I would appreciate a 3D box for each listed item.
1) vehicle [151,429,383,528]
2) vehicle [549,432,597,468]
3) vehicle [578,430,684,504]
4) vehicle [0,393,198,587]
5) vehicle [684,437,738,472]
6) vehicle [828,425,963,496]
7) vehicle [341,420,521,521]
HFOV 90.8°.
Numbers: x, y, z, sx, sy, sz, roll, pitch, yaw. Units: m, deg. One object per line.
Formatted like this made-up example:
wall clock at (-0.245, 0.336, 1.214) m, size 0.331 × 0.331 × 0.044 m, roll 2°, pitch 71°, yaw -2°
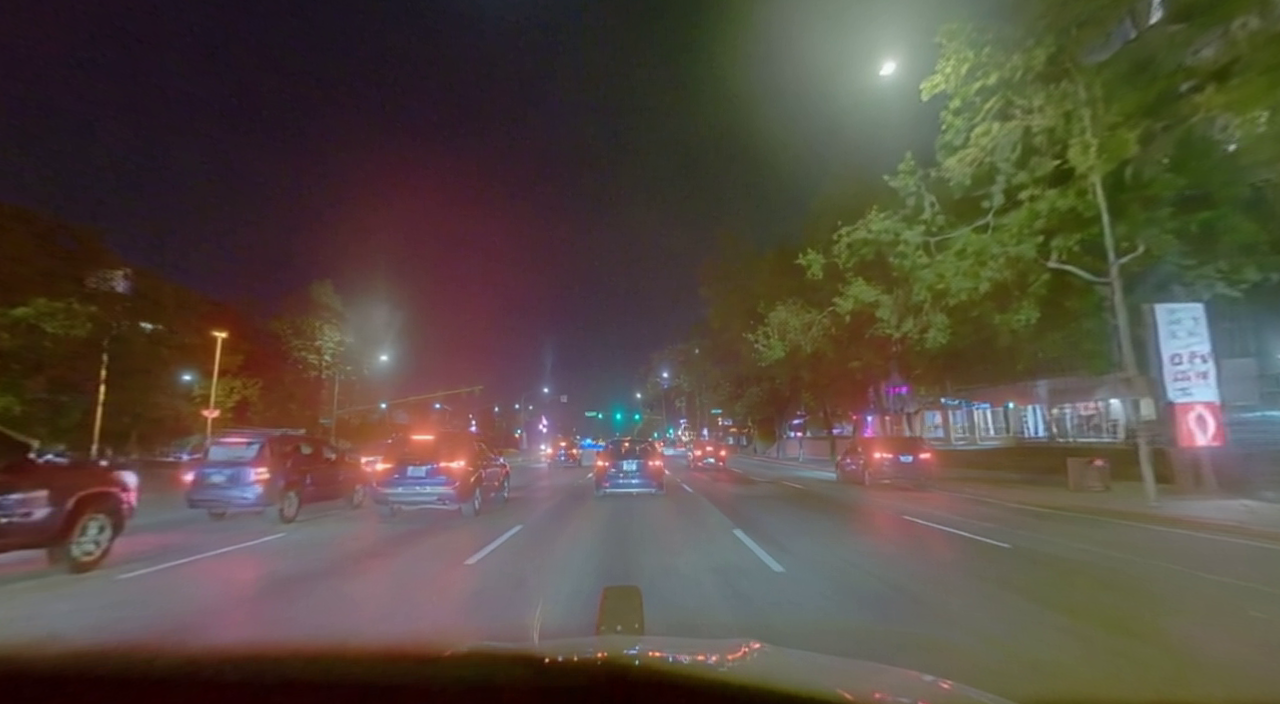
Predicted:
vehicle at (-6.731, 2.312, 12.120) m, size 1.835 × 1.516 × 4.423 m, roll 0°, pitch -9°, yaw -2°
vehicle at (-3.595, 5.383, 34.905) m, size 2.154 × 1.801 × 5.015 m, roll 0°, pitch -9°, yaw -1°
vehicle at (-0.215, 2.693, 15.149) m, size 2.161 × 1.501 × 4.184 m, roll 0°, pitch -9°, yaw -1°
vehicle at (-6.725, 1.200, 5.334) m, size 1.864 × 1.737 × 5.689 m, roll 0°, pitch -9°, yaw 0°
vehicle at (3.201, 4.761, 29.461) m, size 1.905 × 1.473 × 4.183 m, roll 0°, pitch -9°, yaw -2°
vehicle at (6.753, 2.908, 17.258) m, size 1.889 × 1.681 × 4.120 m, roll 0°, pitch -9°, yaw 0°
vehicle at (-3.810, 2.255, 12.477) m, size 2.009 × 1.619 × 4.376 m, roll 0°, pitch -9°, yaw 0°
